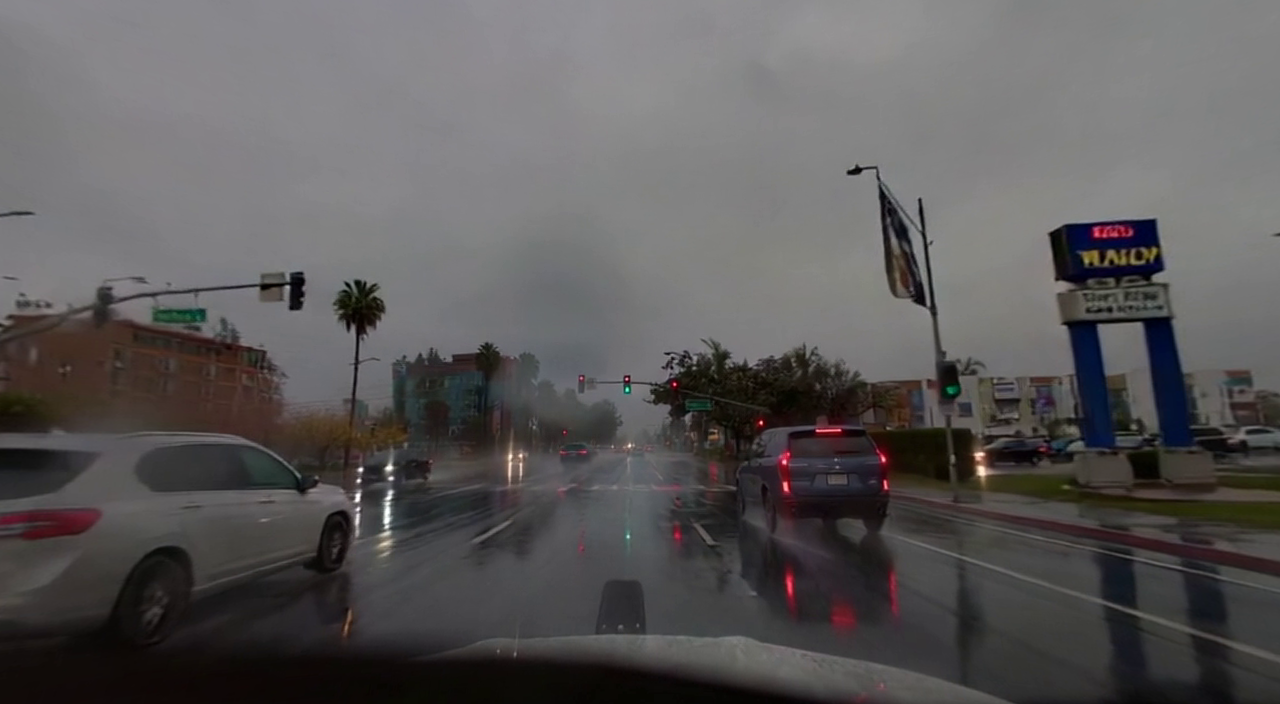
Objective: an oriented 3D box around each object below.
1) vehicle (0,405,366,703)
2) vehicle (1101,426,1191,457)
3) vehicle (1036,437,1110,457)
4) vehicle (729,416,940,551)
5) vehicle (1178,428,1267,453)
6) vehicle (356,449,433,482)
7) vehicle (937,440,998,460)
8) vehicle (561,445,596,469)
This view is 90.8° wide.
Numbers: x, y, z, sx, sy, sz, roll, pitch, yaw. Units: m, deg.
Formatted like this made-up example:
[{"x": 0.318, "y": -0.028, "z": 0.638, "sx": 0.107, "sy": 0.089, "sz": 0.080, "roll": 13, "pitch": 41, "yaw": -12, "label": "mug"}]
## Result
[{"x": -4.203, "y": 1.371, "z": 5.286, "sx": 2.063, "sy": 1.578, "sz": 3.915, "roll": 0, "pitch": -9, "yaw": 0, "label": "vehicle"}, {"x": 38.608, "y": 6.812, "z": 48.332, "sx": 4.854, "sy": 1.957, "sz": 2.173, "roll": -4, "pitch": -8, "yaw": 0, "label": "vehicle"}, {"x": 33.150, "y": 7.303, "z": 48.420, "sx": 4.314, "sy": 1.459, "sz": 1.800, "roll": -1, "pitch": -9, "yaw": 2, "label": "vehicle"}, {"x": 2.820, "y": 2.021, "z": 10.354, "sx": 1.982, "sy": 1.711, "sz": 4.276, "roll": 0, "pitch": -9, "yaw": -2, "label": "vehicle"}, {"x": 44.358, "y": 6.758, "z": 48.149, "sx": 4.683, "sy": 1.798, "sz": 1.980, "roll": 0, "pitch": -9, "yaw": 1, "label": "vehicle"}, {"x": -12.428, "y": 5.743, "z": 32.347, "sx": 1.991, "sy": 1.517, "sz": 4.760, "roll": 0, "pitch": -9, "yaw": 0, "label": "vehicle"}, {"x": 25.847, "y": 7.764, "z": 49.940, "sx": 4.068, "sy": 1.503, "sz": 1.844, "roll": -5, "pitch": -10, "yaw": 27, "label": "vehicle"}, {"x": -4.043, "y": 6.957, "z": 42.150, "sx": 2.034, "sy": 1.498, "sz": 3.995, "roll": 0, "pitch": -9, "yaw": -1, "label": "vehicle"}]
